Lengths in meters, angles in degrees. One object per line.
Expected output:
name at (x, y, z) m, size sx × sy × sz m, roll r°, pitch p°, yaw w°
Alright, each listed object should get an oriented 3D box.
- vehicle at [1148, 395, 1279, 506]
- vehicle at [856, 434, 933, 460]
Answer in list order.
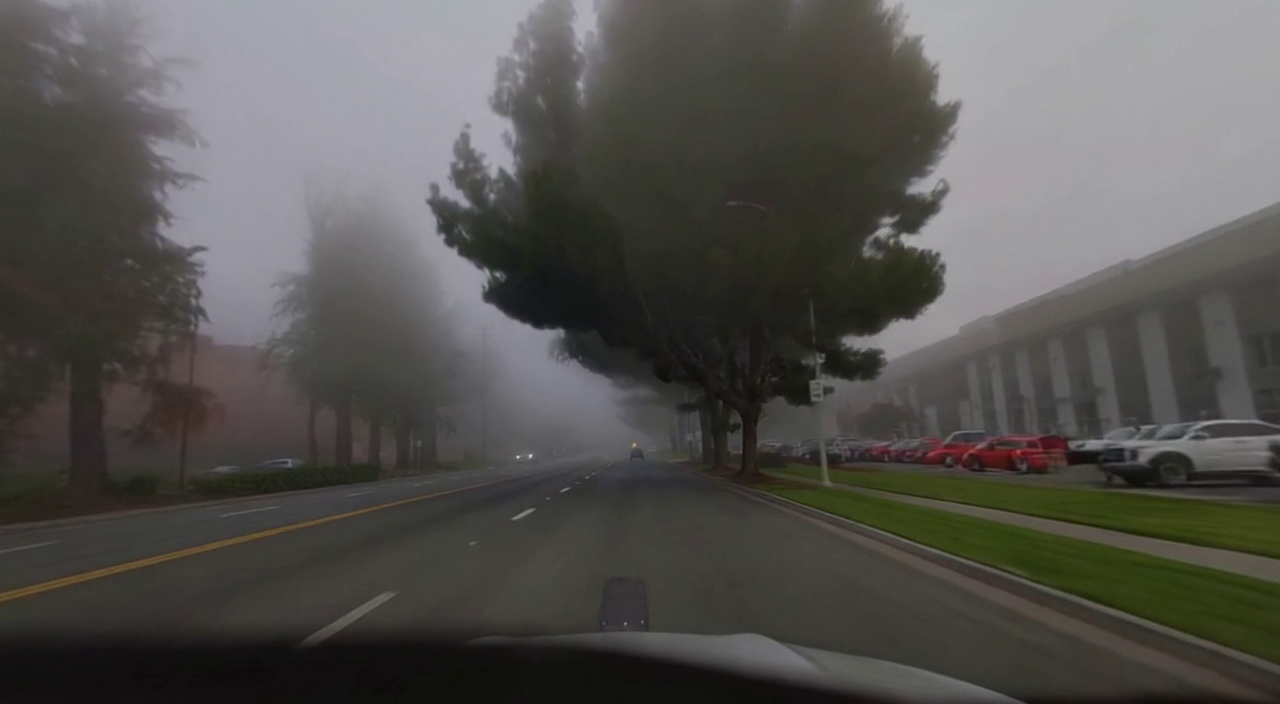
vehicle at (13.711, 1.920, 12.853) m, size 4.771 × 2.010 × 2.142 m, roll -1°, pitch -8°, yaw -2°
vehicle at (18.021, 6.760, 44.726) m, size 4.653 × 1.782 × 2.042 m, roll 2°, pitch -9°, yaw -15°
